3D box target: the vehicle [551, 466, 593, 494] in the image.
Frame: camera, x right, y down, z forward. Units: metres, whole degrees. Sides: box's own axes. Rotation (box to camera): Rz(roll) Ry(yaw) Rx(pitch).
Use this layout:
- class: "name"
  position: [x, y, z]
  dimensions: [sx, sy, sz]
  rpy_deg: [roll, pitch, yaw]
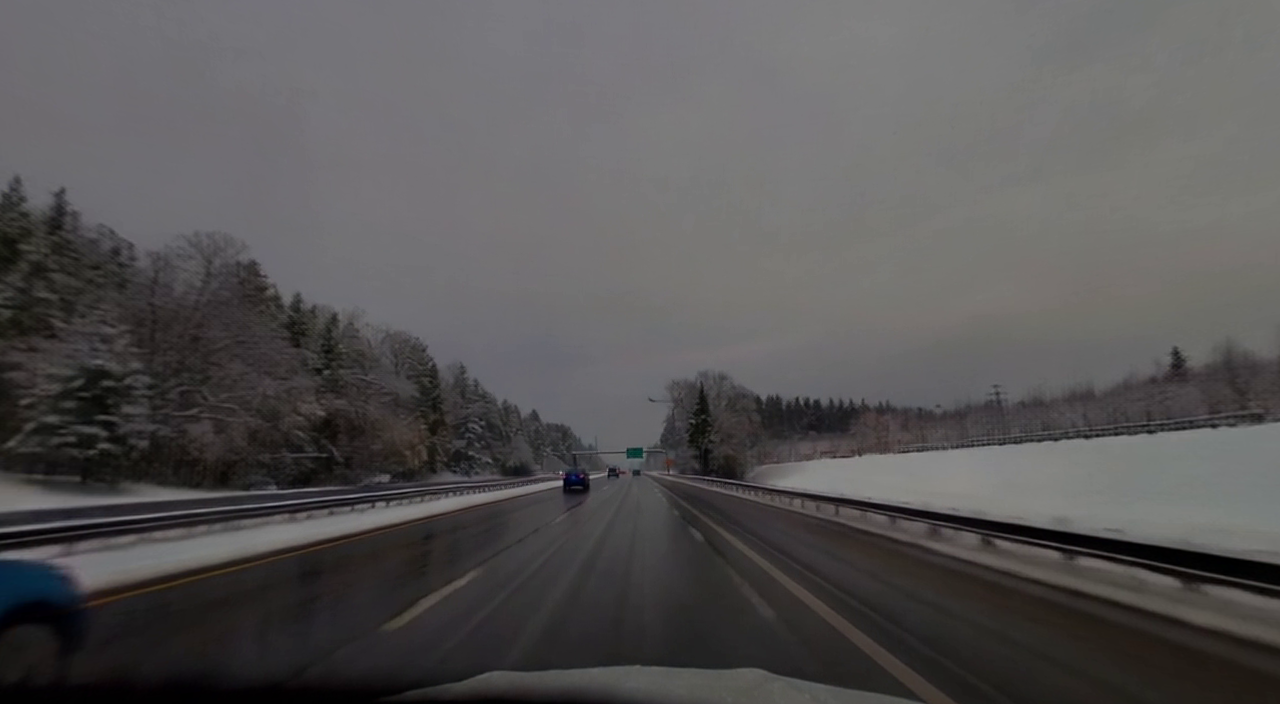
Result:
- class: "vehicle"
  position: [-3.938, 7.488, 37.077]
  dimensions: [1.954, 1.509, 4.094]
  rpy_deg: [1, -10, 1]
